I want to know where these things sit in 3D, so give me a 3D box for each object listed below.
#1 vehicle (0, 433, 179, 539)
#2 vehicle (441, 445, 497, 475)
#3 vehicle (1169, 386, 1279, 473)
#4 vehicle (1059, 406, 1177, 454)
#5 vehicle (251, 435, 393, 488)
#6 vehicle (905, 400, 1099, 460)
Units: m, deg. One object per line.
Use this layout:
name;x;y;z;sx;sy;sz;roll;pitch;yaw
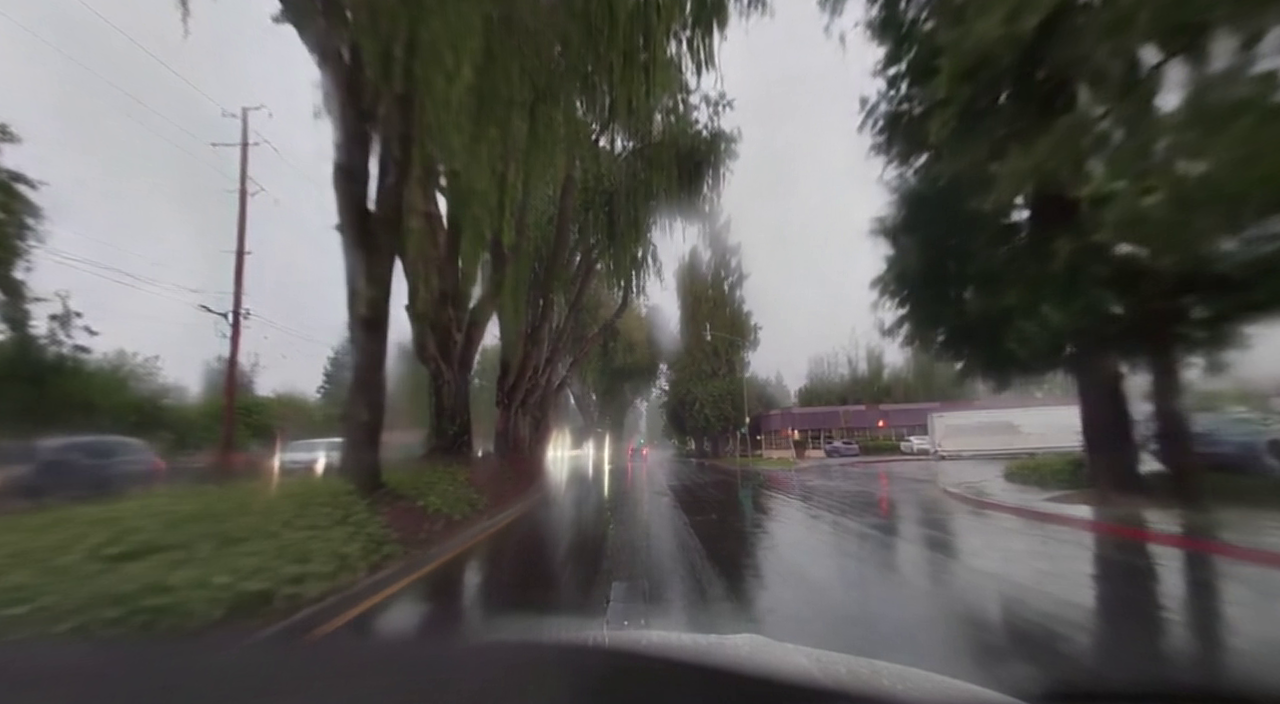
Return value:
vehicle;-10.257;2.199;10.801;1.778;1.517;3.923;0;-9;-2
vehicle;-10.633;6.747;39.517;2.189;1.747;4.651;0;-9;0
vehicle;19.226;2.480;19.807;2.274;2.447;4.159;-2;-9;16
vehicle;25.251;4.163;33.468;4.275;2.426;2.291;0;-8;1
vehicle;-11.897;4.142;24.261;2.471;1.783;5.903;0;-8;-1
vehicle;19.011;4.157;33.498;8.462;3.012;2.906;0;-9;-1
